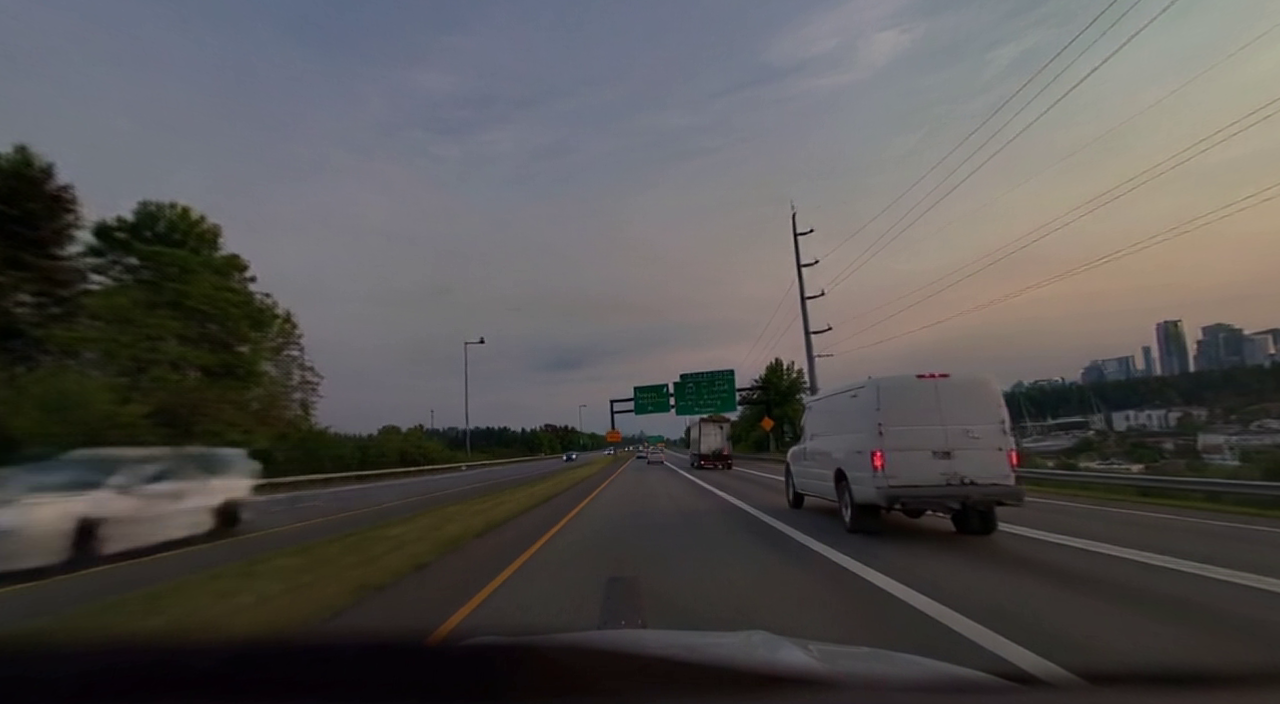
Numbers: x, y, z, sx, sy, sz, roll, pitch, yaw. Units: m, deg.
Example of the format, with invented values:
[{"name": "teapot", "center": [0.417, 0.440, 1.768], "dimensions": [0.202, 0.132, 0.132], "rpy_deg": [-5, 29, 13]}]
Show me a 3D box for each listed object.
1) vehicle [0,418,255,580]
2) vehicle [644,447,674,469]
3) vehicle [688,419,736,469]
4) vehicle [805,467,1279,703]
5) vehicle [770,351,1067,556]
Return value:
[{"name": "vehicle", "center": [-8.971, 2.226, 10.195], "dimensions": [2.174, 1.978, 5.226], "rpy_deg": [-2, -9, 0]}, {"name": "vehicle", "center": [1.347, 7.730, 46.024], "dimensions": [2.049, 1.500, 3.790], "rpy_deg": [0, -9, 0]}, {"name": "vehicle", "center": [5.094, 6.702, 45.804], "dimensions": [2.743, 3.367, 7.306], "rpy_deg": [0, -9, 1]}, {"name": "vehicle", "center": [4.521, 1.701, 5.392], "dimensions": [2.472, 1.036, 13.239], "rpy_deg": [0, -9, -1]}, {"name": "vehicle", "center": [4.407, 1.816, 11.633], "dimensions": [2.569, 2.783, 5.984], "rpy_deg": [0, -9, -1]}]
